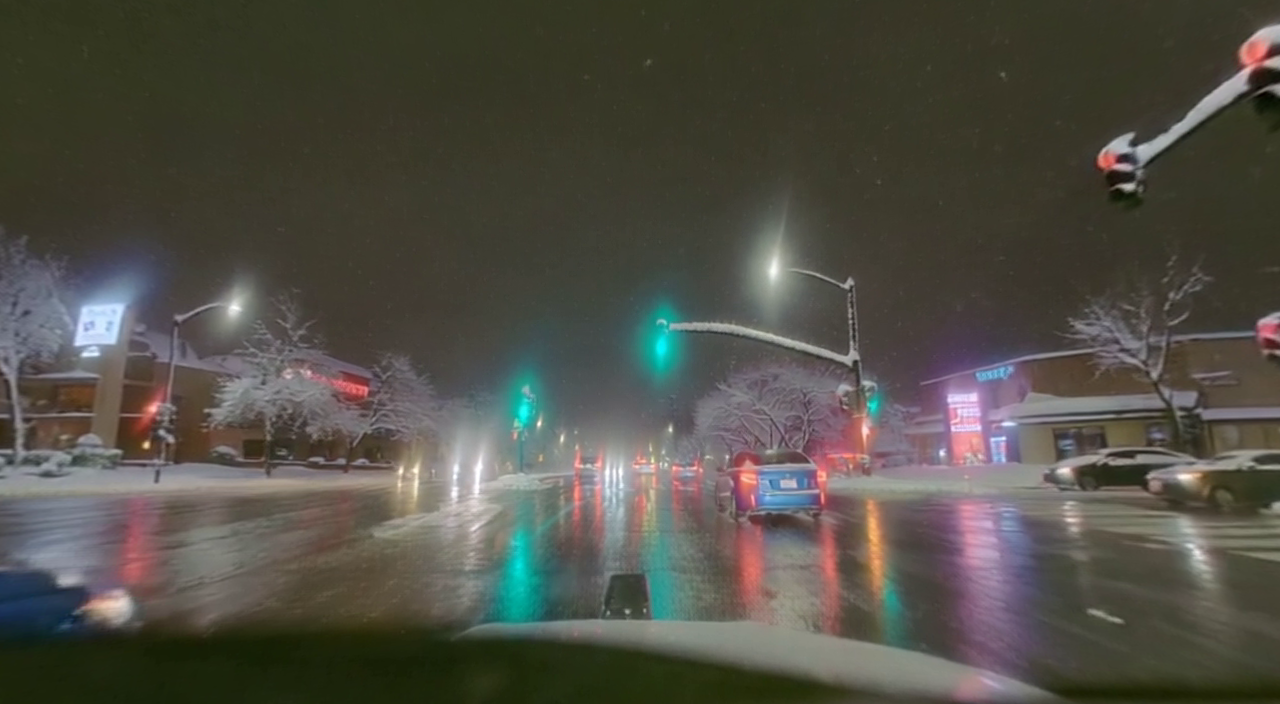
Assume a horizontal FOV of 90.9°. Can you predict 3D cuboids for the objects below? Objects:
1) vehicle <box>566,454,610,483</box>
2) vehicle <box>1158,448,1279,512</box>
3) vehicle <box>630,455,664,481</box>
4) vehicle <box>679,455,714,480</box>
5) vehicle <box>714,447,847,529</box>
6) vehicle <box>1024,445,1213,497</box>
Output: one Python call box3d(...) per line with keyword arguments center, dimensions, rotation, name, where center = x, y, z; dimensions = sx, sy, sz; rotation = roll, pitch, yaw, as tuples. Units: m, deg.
box3d(center=(-2.901, 6.614, 36.055), dimensions=(2.040, 1.471, 4.211), rotation=(0, -9, 1), name="vehicle")
box3d(center=(15.496, 3.018, 15.114), dimensions=(4.481, 1.427, 1.830), rotation=(0, -9, -1), name="vehicle")
box3d(center=(0.409, 7.273, 39.765), dimensions=(2.070, 1.460, 4.118), rotation=(0, -9, -1), name="vehicle")
box3d(center=(3.718, 7.697, 42.255), dimensions=(1.931, 1.552, 4.125), rotation=(0, -9, 0), name="vehicle")
box3d(center=(2.881, 2.873, 13.949), dimensions=(1.946, 1.513, 4.133), rotation=(0, -9, -1), name="vehicle")
box3d(center=(16.264, 4.053, 21.650), dimensions=(4.637, 1.654, 2.277), rotation=(0, -9, -1), name="vehicle")
